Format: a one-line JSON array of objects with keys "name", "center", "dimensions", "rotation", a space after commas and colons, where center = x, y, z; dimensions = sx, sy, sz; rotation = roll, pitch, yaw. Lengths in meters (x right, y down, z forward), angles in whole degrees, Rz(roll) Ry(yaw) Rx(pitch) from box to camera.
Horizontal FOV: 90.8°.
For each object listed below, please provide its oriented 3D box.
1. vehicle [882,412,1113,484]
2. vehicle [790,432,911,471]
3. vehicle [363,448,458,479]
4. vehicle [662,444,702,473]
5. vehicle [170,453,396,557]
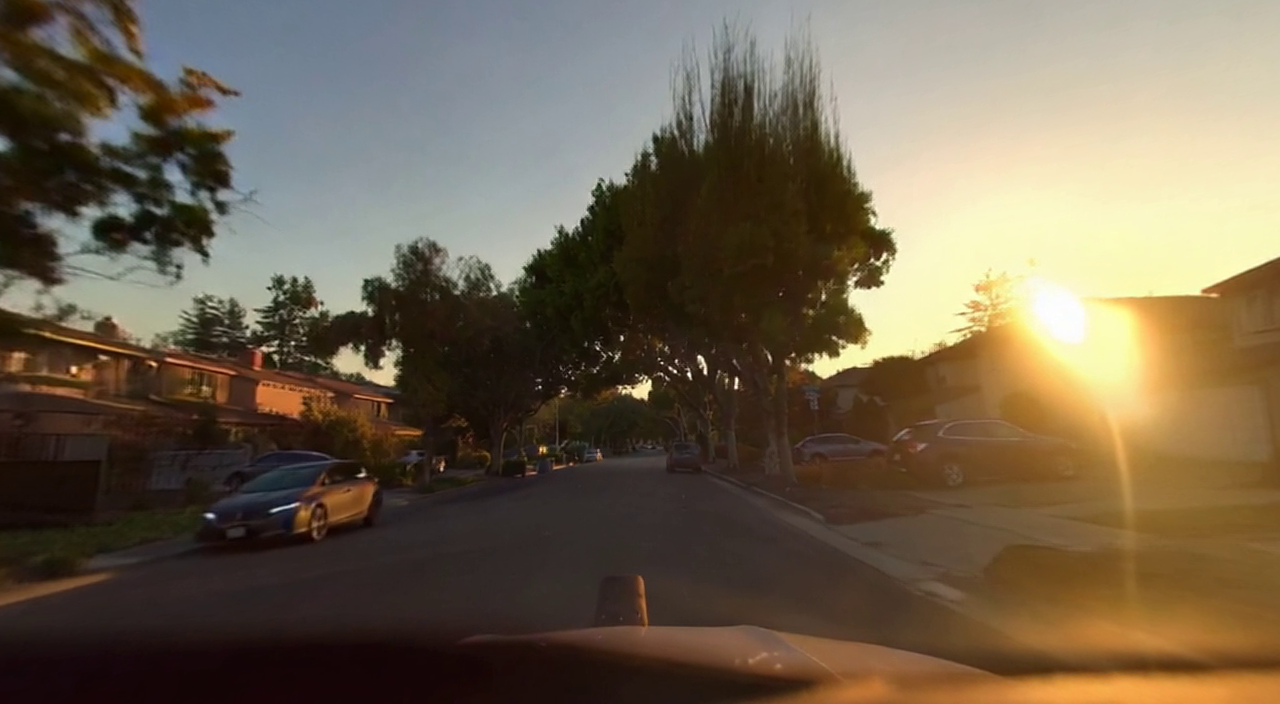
[{"name": "vehicle", "center": [8.770, 2.397, 15.797], "dimensions": [4.599, 1.652, 1.903], "rotation": [0, -9, -2]}, {"name": "vehicle", "center": [8.730, 4.166, 26.477], "dimensions": [4.331, 1.570, 2.009], "rotation": [0, -9, -1]}, {"name": "vehicle", "center": [-11.680, 5.687, 32.345], "dimensions": [4.118, 1.492, 1.902], "rotation": [1, -9, -3]}, {"name": "vehicle", "center": [2.248, 5.825, 34.828], "dimensions": [2.022, 1.483, 4.565], "rotation": [0, -9, 2]}, {"name": "vehicle", "center": [-5.987, 2.551, 11.173], "dimensions": [1.878, 1.496, 3.535], "rotation": [0, -9, 0]}]
